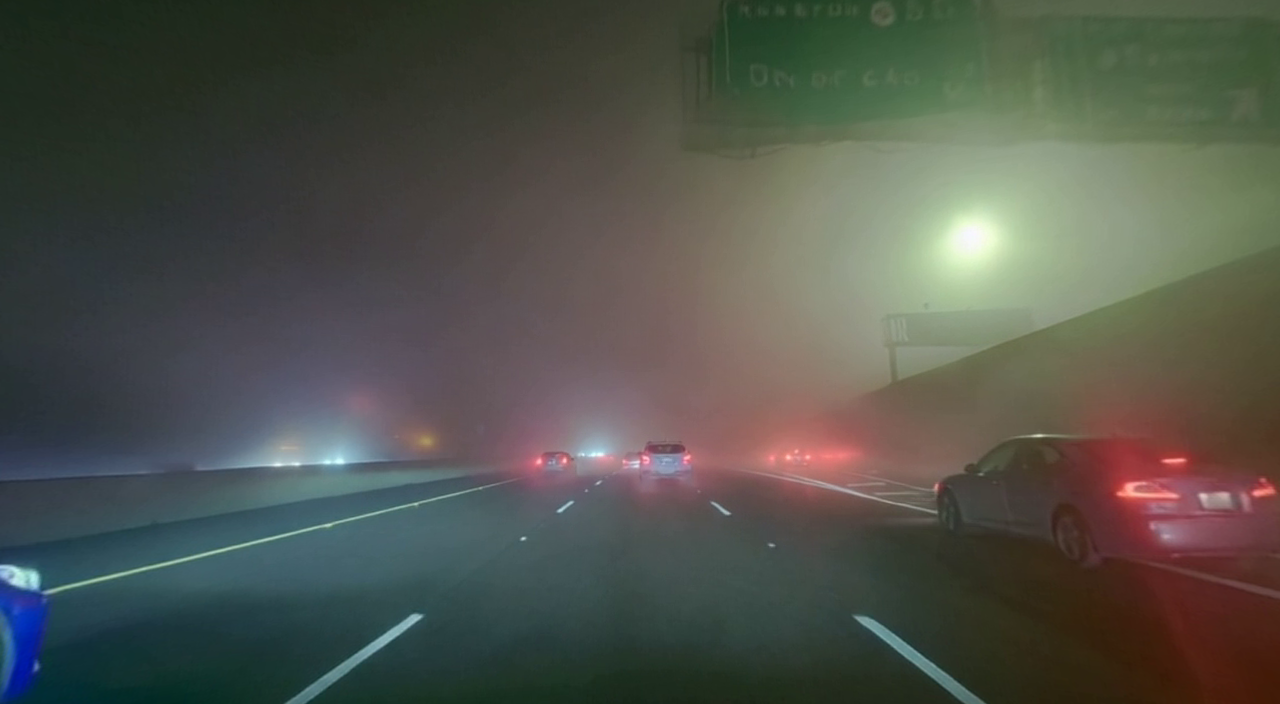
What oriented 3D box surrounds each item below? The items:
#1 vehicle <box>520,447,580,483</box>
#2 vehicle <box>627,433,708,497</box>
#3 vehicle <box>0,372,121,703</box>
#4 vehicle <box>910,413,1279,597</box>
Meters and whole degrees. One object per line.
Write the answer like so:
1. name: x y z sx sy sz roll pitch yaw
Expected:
1. vehicle: -3.975 5.070 28.452 2.031 1.491 4.145 0 -9 1
2. vehicle: 0.712 3.476 19.632 2.202 1.748 4.158 0 -9 -2
3. vehicle: -3.964 0.654 1.173 2.160 1.639 4.431 0 -9 0
4. vehicle: 5.461 1.738 7.979 2.055 1.656 4.370 0 -9 -1
